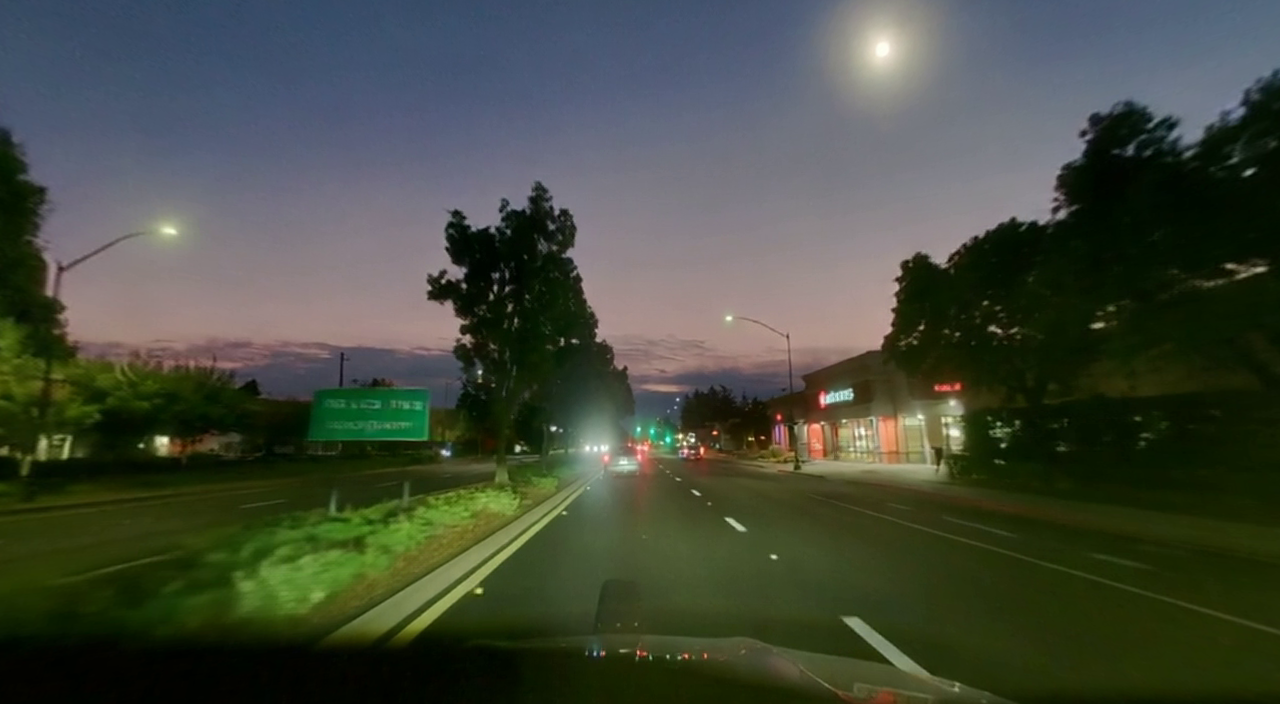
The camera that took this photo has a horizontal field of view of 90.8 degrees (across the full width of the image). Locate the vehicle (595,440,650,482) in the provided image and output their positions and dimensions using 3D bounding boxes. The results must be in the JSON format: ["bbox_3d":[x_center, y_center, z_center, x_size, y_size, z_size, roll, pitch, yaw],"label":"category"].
[{"bbox_3d":[-0.633,4.212,24.677,2.006,1.487,3.535,0,-9,0],"label":"vehicle"}]

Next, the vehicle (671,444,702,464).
[{"bbox_3d":[3.551,7.899,48.970,1.910,1.474,4.003,0,-9,-2],"label":"vehicle"}]
